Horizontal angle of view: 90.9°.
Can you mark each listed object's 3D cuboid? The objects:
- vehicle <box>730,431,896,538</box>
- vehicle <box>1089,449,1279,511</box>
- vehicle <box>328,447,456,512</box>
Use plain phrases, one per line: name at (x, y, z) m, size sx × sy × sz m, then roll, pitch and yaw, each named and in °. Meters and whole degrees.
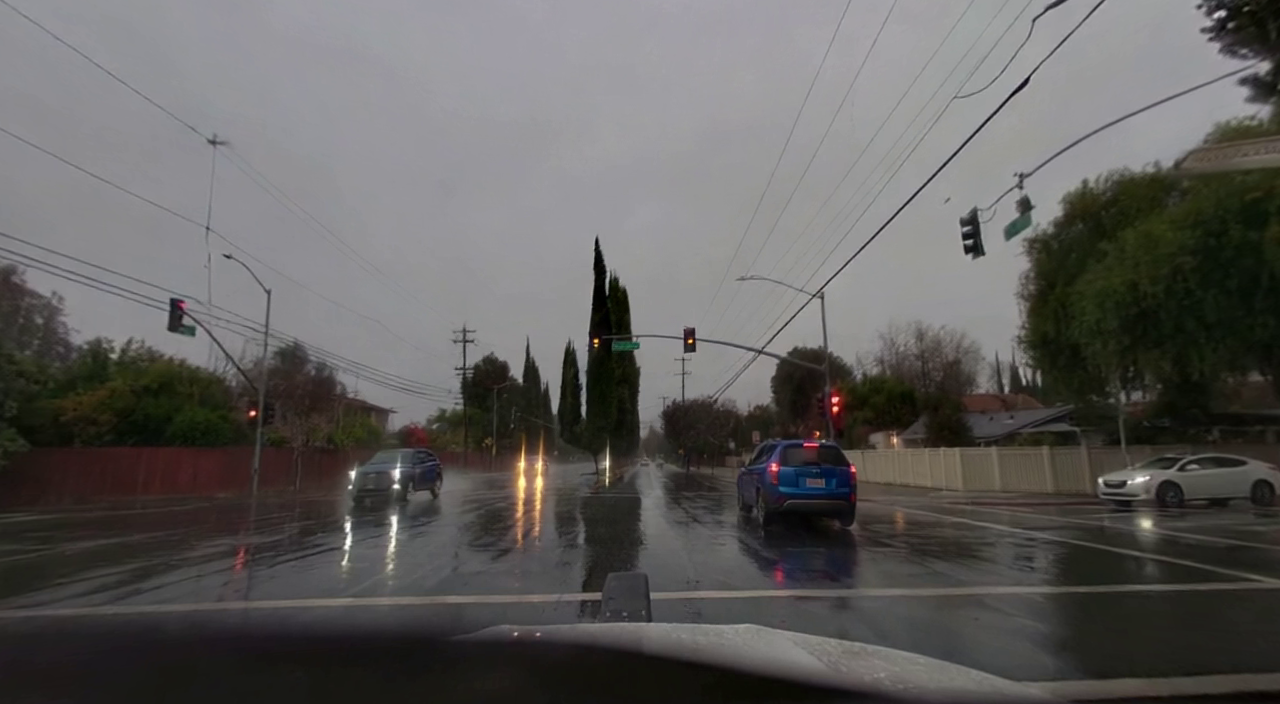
vehicle at (3.376, 2.688, 13.484) m, size 2.144 × 1.843 × 4.827 m, roll 0°, pitch -9°, yaw 0°
vehicle at (16.143, 3.646, 18.219) m, size 4.596 × 1.637 × 2.172 m, roll 0°, pitch -9°, yaw 0°
vehicle at (-7.148, 3.675, 18.710) m, size 1.981 × 1.689 × 4.233 m, roll 0°, pitch -9°, yaw 1°
